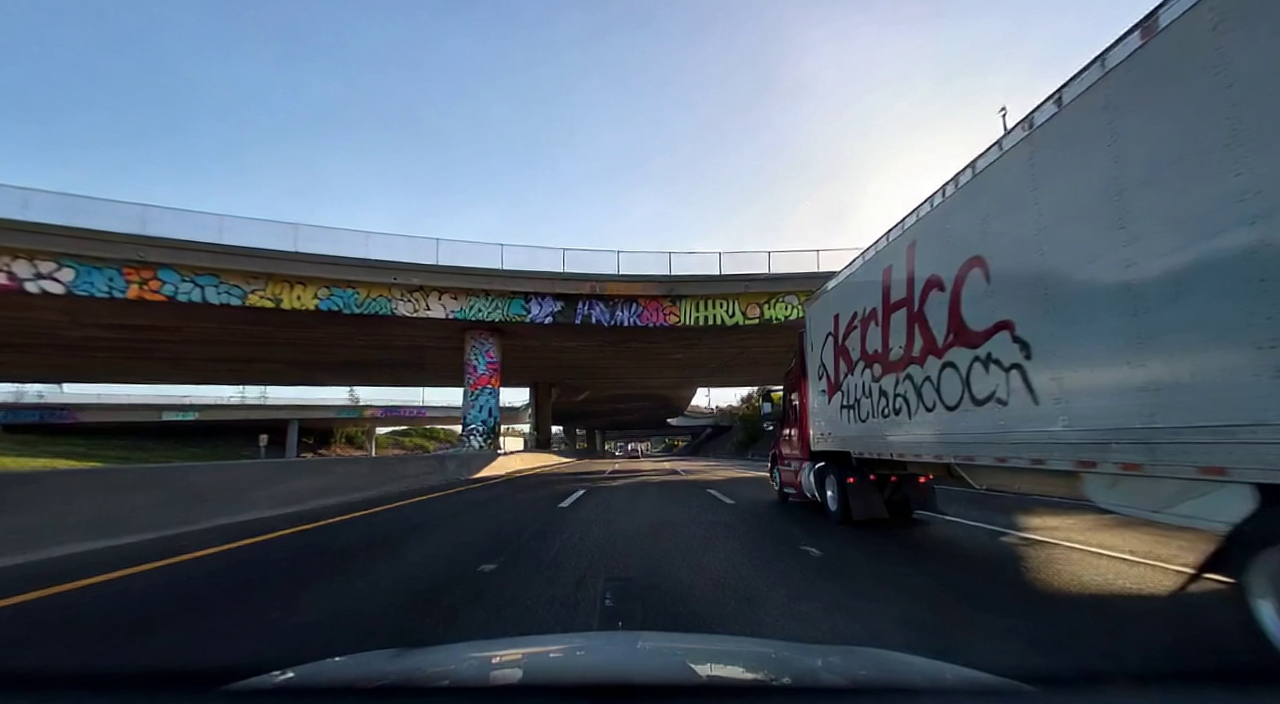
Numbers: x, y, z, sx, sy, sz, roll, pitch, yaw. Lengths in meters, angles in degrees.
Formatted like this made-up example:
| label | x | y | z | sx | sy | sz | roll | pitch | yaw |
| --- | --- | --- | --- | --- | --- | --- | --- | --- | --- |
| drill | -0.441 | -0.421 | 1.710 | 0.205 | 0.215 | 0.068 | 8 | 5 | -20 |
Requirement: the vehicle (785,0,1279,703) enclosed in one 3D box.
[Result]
| label | x | y | z | sx | sy | sz | roll | pitch | yaw |
| --- | --- | --- | --- | --- | --- | --- | --- | --- | --- |
| vehicle | 4.499 | -0.131 | 5.180 | 2.993 | 4.433 | 13.992 | 0 | -9 | -1 |
